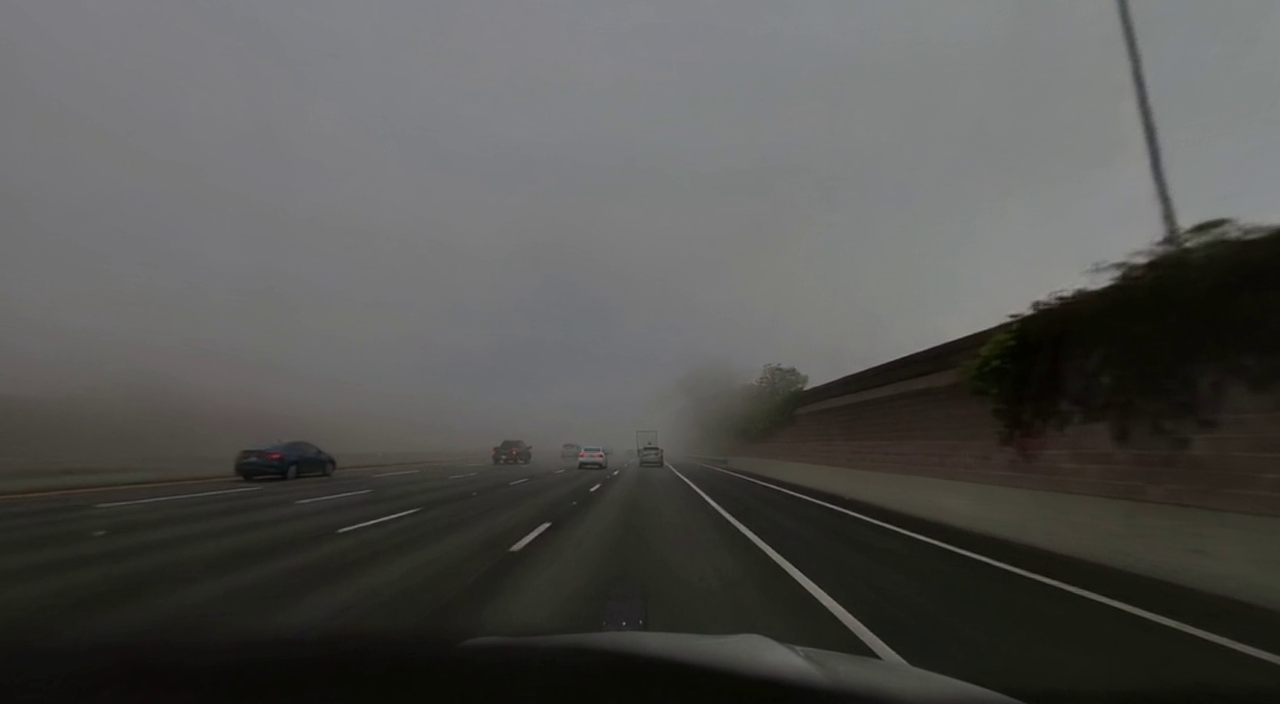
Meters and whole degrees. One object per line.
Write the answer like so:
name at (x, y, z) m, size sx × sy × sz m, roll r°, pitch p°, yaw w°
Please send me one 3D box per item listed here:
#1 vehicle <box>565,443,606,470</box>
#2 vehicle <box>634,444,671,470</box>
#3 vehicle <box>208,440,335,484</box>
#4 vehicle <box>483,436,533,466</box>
vehicle at (-3.185, 6.239, 37.795) m, size 2.056 × 1.480 × 4.022 m, roll 0°, pitch -8°, yaw 1°
vehicle at (0.739, 6.381, 38.571) m, size 2.073 × 1.480 × 4.343 m, roll 0°, pitch -8°, yaw 0°
vehicle at (-13.677, 4.078, 23.821) m, size 1.952 × 1.469 × 4.639 m, roll 0°, pitch -8°, yaw 1°
vehicle at (-9.674, 7.306, 46.808) m, size 2.339 × 2.018 × 5.790 m, roll -1°, pitch -8°, yaw 1°
